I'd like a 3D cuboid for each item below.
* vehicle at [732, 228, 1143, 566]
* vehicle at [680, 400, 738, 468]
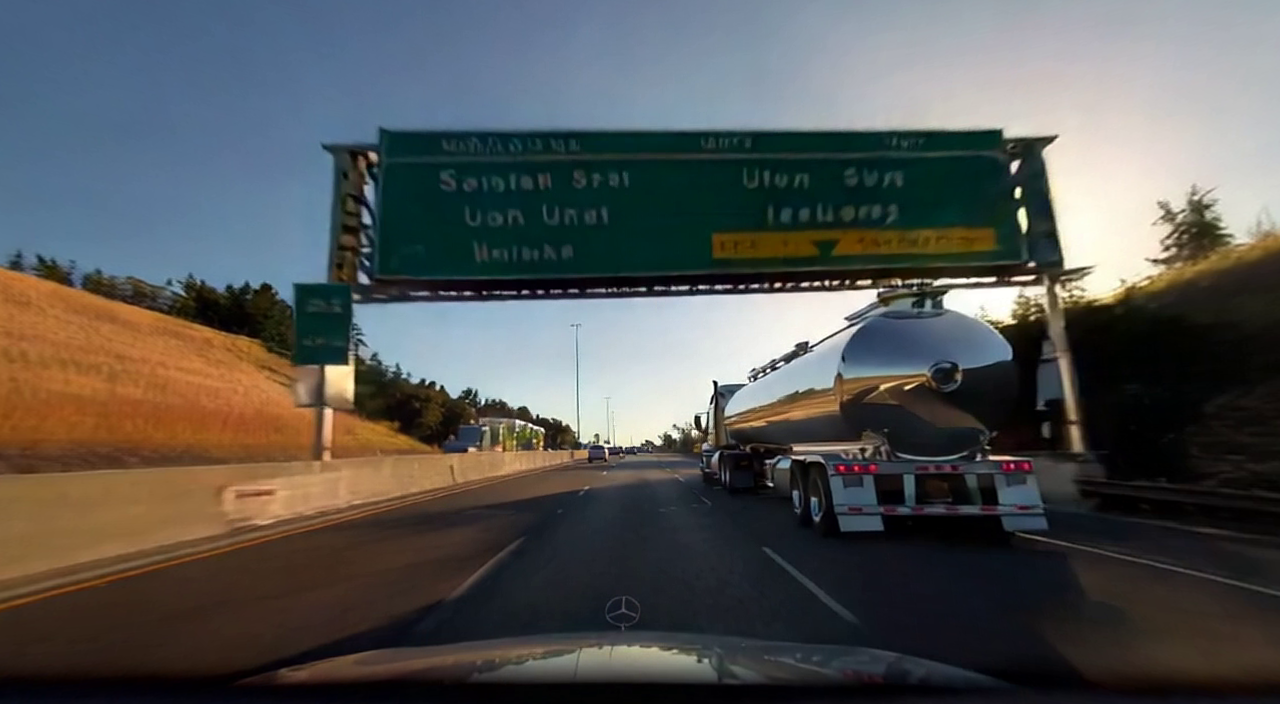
[{"bbox_3d":[3.917,1.152,11.783,2.759,3.734,9.708,0,-9,-1],"label":"vehicle"},{"bbox_3d":[4.376,5.563,42.033,2.823,4.018,8.475,0,-9,0],"label":"vehicle"}]
